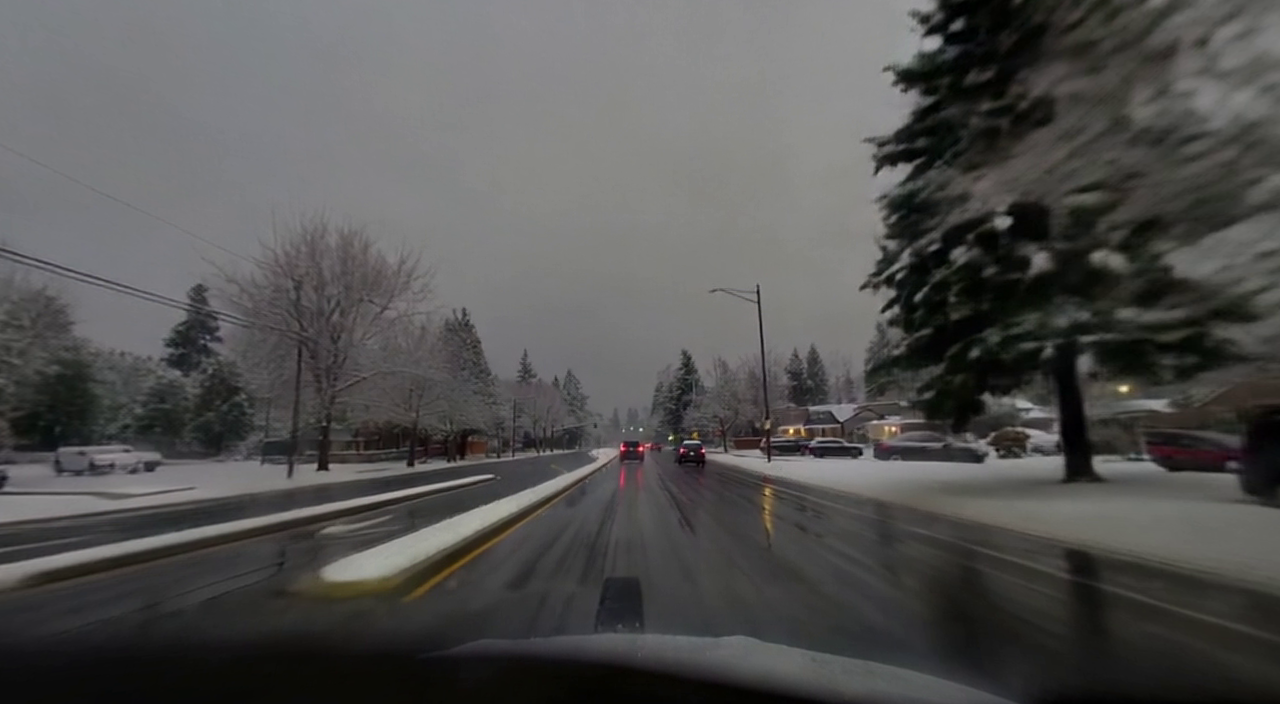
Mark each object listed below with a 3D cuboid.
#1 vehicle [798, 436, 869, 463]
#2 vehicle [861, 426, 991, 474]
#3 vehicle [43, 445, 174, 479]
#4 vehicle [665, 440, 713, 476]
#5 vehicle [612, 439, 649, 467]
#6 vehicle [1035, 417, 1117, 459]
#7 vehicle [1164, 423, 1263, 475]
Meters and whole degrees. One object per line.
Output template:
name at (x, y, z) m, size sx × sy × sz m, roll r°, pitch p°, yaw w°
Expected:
vehicle at (11.231, 5.671, 36.781) m, size 3.486 × 1.431 × 1.799 m, roll -8°, pitch -12°, yaw 44°
vehicle at (11.191, 3.879, 24.956) m, size 2.047 × 1.682 × 4.074 m, roll 8°, pitch -12°, yaw -40°
vehicle at (-33.569, 6.921, 40.187) m, size 5.899 × 1.996 × 2.367 m, roll 5°, pitch -10°, yaw -29°
vehicle at (2.351, 5.238, 31.453) m, size 2.003 × 1.614 × 4.072 m, roll 0°, pitch -8°, yaw -1°
vehicle at (-0.697, 7.154, 45.052) m, size 2.488 × 1.881 × 4.814 m, roll 0°, pitch -8°, yaw -1°
vehicle at (18.637, 3.697, 26.922) m, size 1.996 × 1.607 × 4.492 m, roll -8°, pitch -12°, yaw 44°
vehicle at (18.380, 3.069, 20.164) m, size 4.940 × 1.445 × 1.885 m, roll 8°, pitch -12°, yaw -44°
